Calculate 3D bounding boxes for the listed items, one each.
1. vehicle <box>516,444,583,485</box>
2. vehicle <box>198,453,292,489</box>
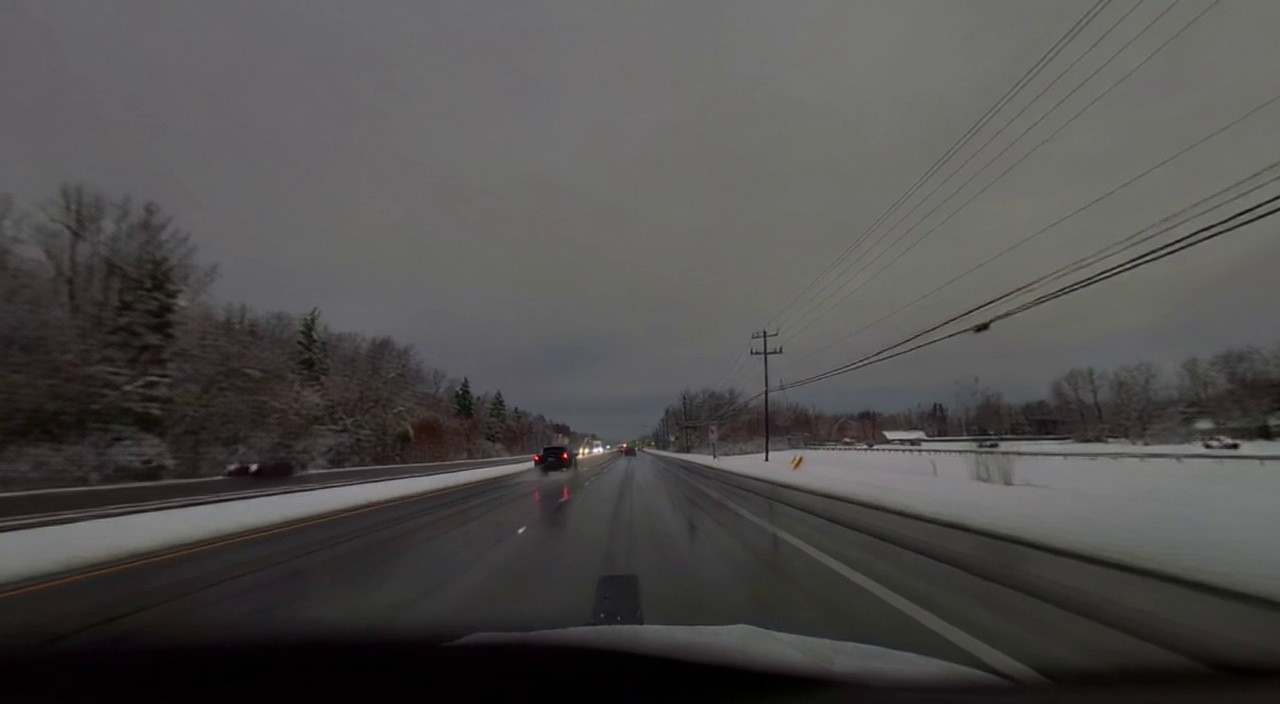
[{"bbox_3d":[-3.652,4.641,26.084,2.123,1.545,4.404,0,-9,0],"label":"vehicle"},{"bbox_3d":[-17.703,5.325,28.309,1.728,1.462,3.810,0,-9,0],"label":"vehicle"}]
